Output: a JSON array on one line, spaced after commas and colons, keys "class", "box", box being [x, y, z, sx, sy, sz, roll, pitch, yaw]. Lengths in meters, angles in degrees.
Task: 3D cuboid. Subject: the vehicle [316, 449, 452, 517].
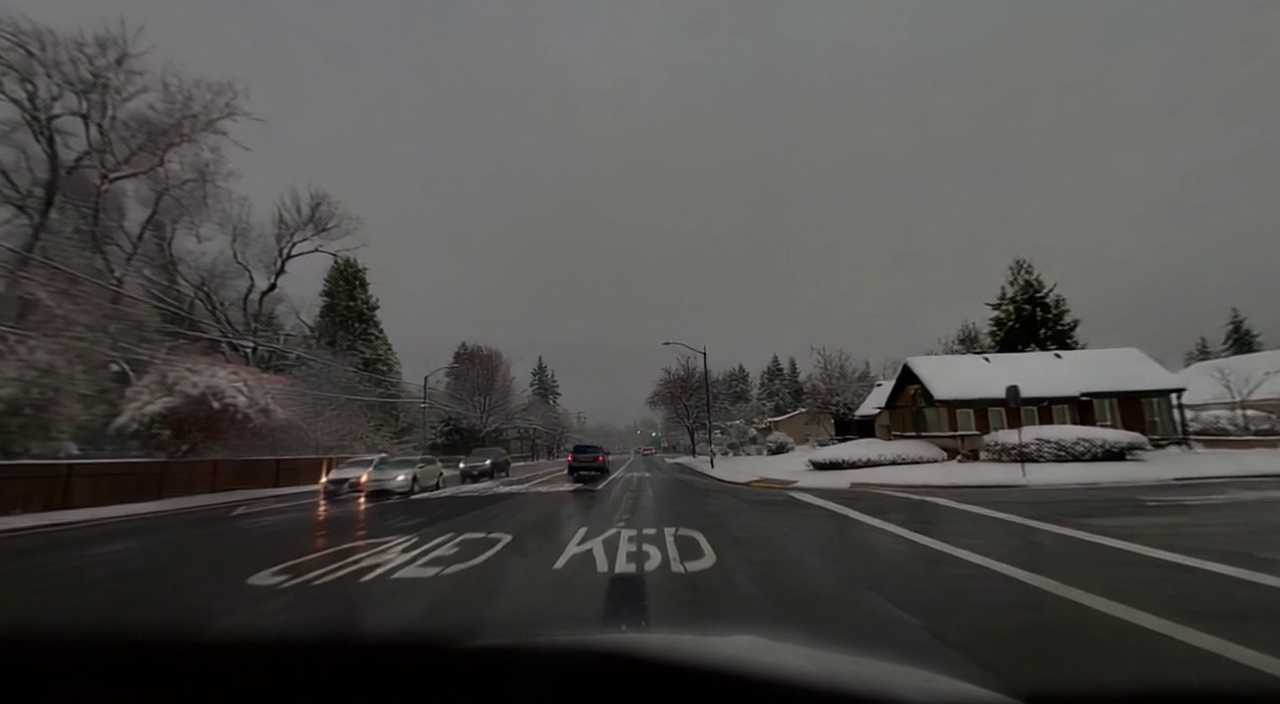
[{"class": "vehicle", "box": [-6.535, 3.347, 16.652, 1.972, 1.514, 4.241, 1, -8, -3]}]

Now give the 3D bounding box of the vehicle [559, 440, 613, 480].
[{"class": "vehicle", "box": [-2.574, 5.255, 30.995, 2.190, 1.766, 4.394, 0, -8, 1]}]
